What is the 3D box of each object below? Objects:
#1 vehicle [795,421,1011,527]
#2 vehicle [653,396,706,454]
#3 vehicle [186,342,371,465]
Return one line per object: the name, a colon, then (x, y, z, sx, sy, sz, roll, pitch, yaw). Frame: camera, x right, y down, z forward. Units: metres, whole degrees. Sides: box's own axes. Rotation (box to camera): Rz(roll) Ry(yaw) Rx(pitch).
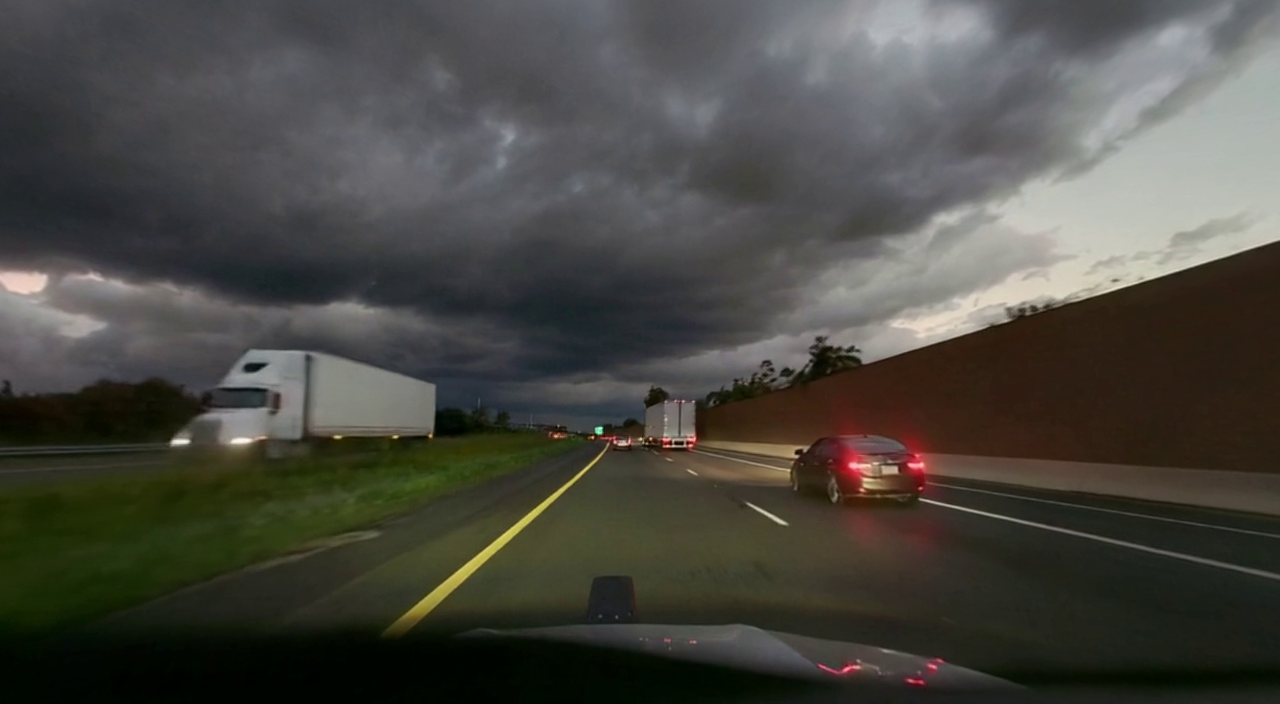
vehicle: (4.178, 1.965, 10.885, 1.813, 1.454, 4.197, 0, -7, -2)
vehicle: (2.863, 5.864, 49.880, 2.949, 3.900, 13.626, 0, -7, -2)
vehicle: (-12.940, 2.054, 23.494, 2.972, 3.920, 6.688, 0, -7, -2)
